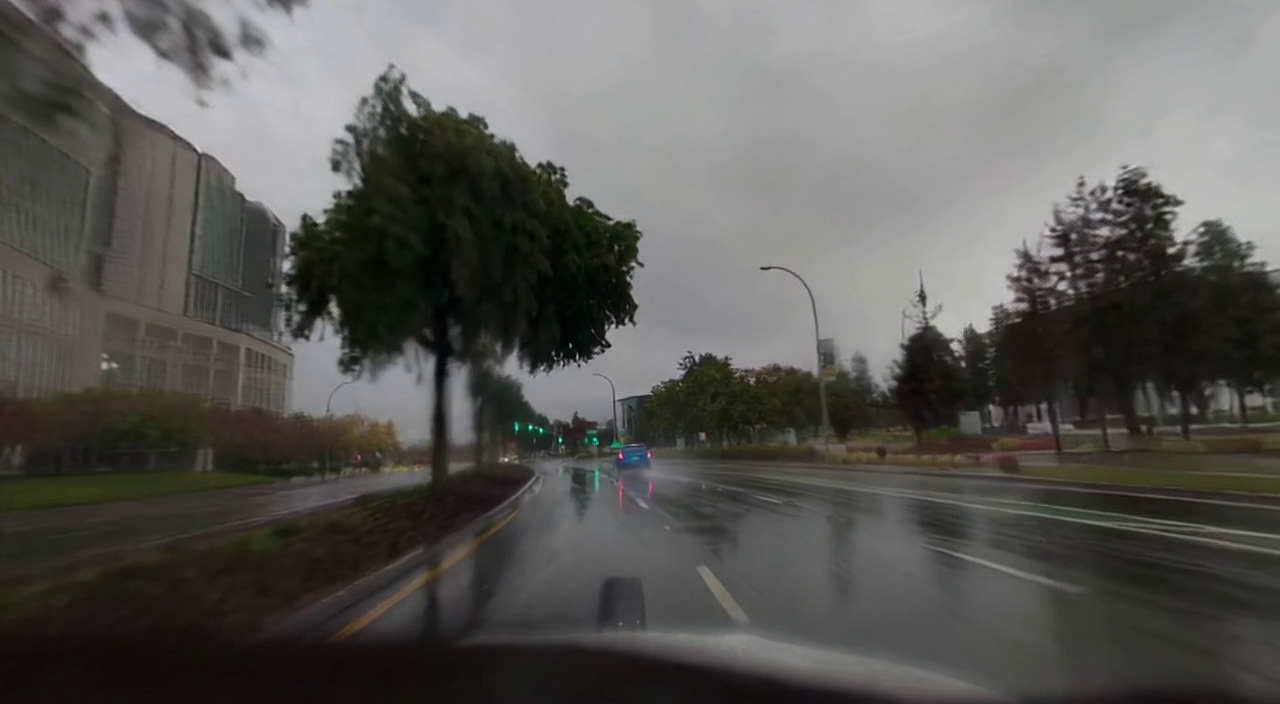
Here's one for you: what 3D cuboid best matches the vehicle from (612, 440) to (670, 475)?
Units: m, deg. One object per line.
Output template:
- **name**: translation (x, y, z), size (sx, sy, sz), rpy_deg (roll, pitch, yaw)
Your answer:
- **vehicle**: translation (-0.042, 5.374, 32.407), size (2.165, 1.633, 4.381), rpy_deg (1, -9, -10)
